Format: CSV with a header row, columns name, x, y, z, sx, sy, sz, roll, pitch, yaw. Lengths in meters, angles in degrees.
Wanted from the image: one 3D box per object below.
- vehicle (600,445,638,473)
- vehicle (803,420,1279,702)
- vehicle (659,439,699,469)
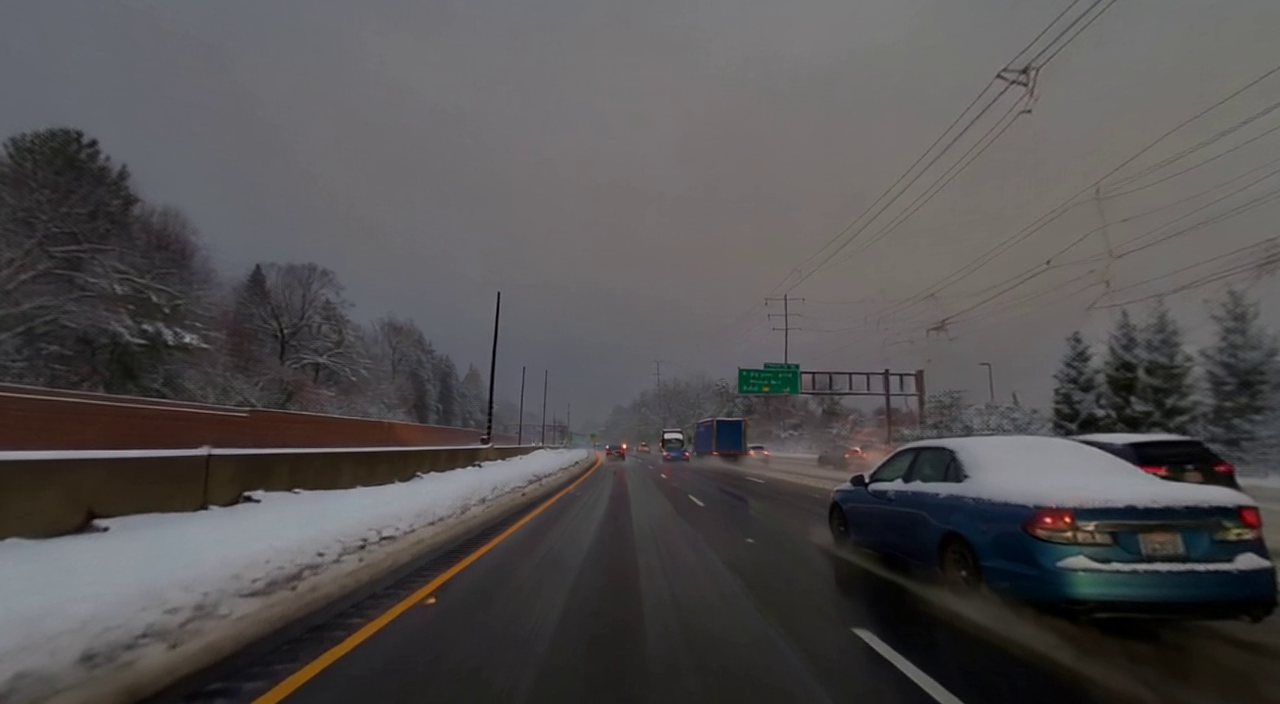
name,x,y,z,sx,sy,sz,roll,pitch,yaw
vehicle,-1.264,6.227,36.949,2.083,1.477,3.965,0,-9,-3
vehicle,3.004,1.422,5.517,1.922,1.465,4.165,0,-9,-2
vehicle,2.504,6.722,41.700,2.114,1.849,4.692,0,-9,-3
